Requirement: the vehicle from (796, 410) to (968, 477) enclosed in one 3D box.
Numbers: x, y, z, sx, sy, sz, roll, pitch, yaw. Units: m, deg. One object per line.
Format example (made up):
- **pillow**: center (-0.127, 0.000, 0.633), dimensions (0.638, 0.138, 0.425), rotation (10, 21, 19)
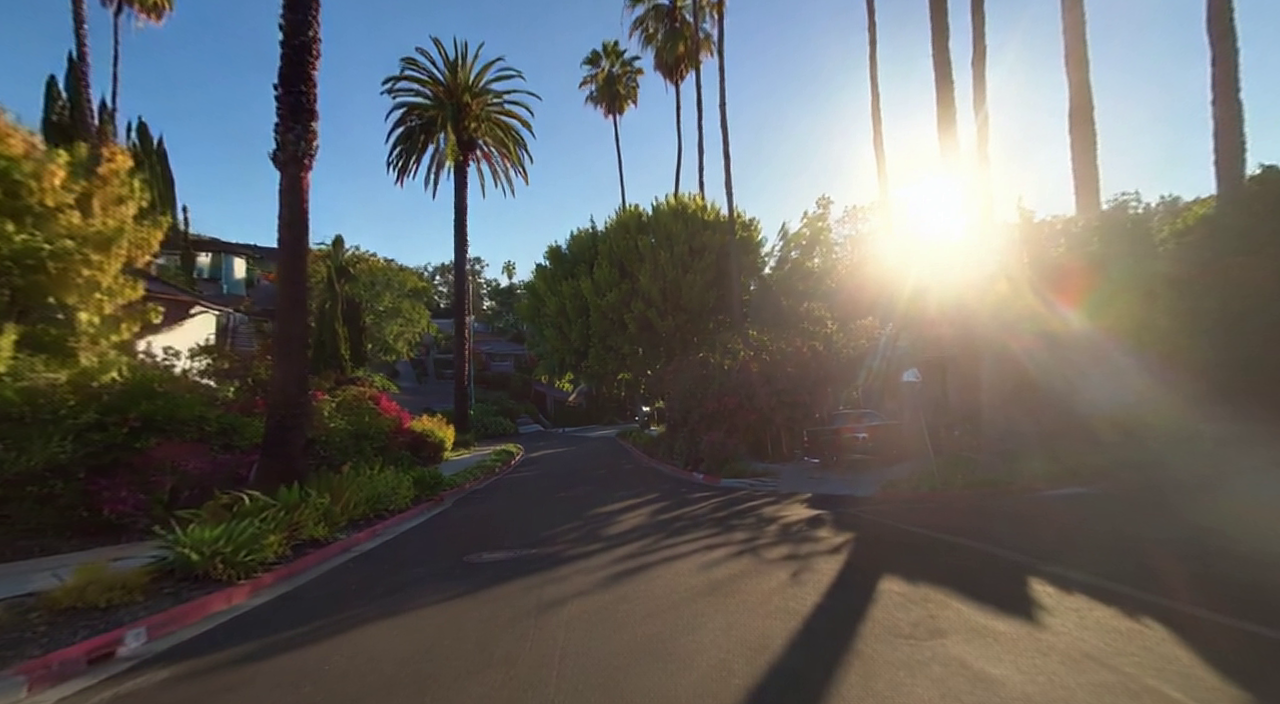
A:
- **vehicle**: center (8.362, 3.208, 21.707), dimensions (5.663, 1.913, 2.170), rotation (7, -10, -24)
